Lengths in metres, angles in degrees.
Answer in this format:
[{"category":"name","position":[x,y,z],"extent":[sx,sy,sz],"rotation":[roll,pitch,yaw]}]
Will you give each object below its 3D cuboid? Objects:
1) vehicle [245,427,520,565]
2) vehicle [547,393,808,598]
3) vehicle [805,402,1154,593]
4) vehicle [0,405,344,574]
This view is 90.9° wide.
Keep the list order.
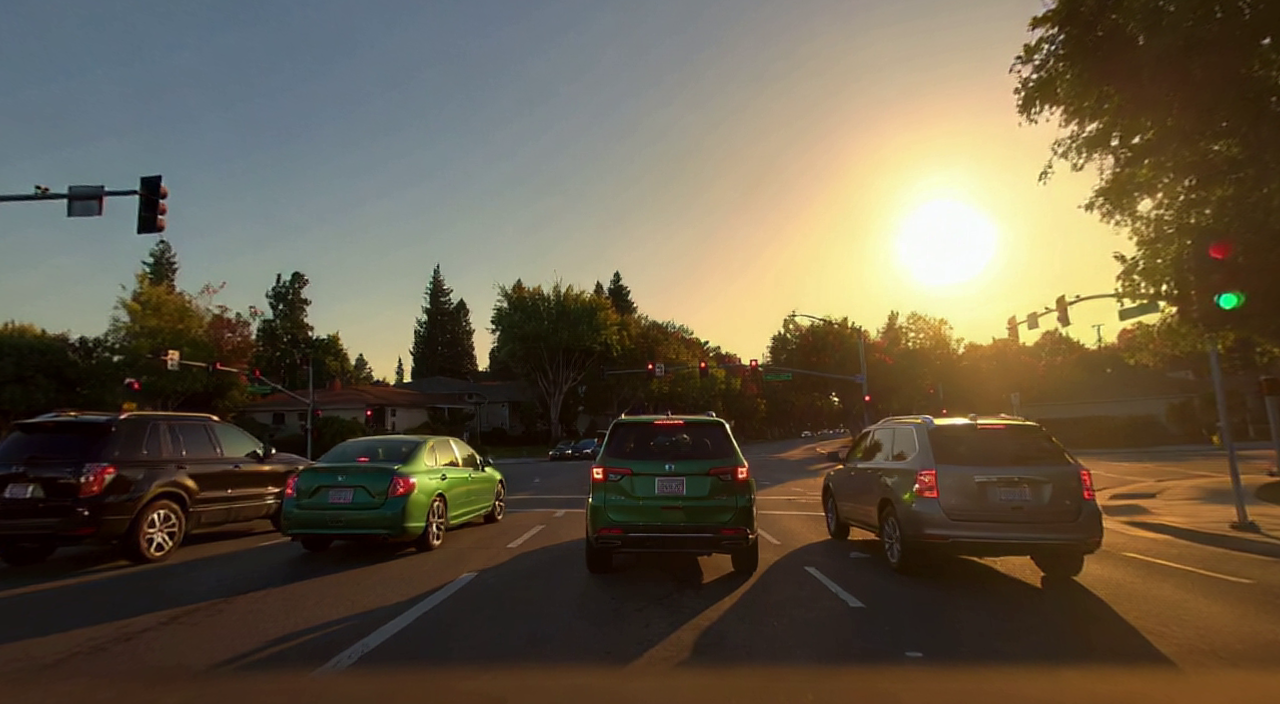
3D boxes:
[{"category":"vehicle","position":[-3.241,1.884,9.098],"extent":[1.885,1.475,4.359],"rotation":[-1,-8,4]},{"category":"vehicle","position":[0.390,1.517,7.487],"extent":[2.198,1.708,4.170],"rotation":[0,-8,2]},{"category":"vehicle","position":[3.522,1.587,7.746],"extent":[2.047,1.638,4.395],"rotation":[-1,-8,4]},{"category":"vehicle","position":[-6.631,1.827,9.241],"extent":[2.075,1.796,4.785],"rotation":[0,-8,2]}]
